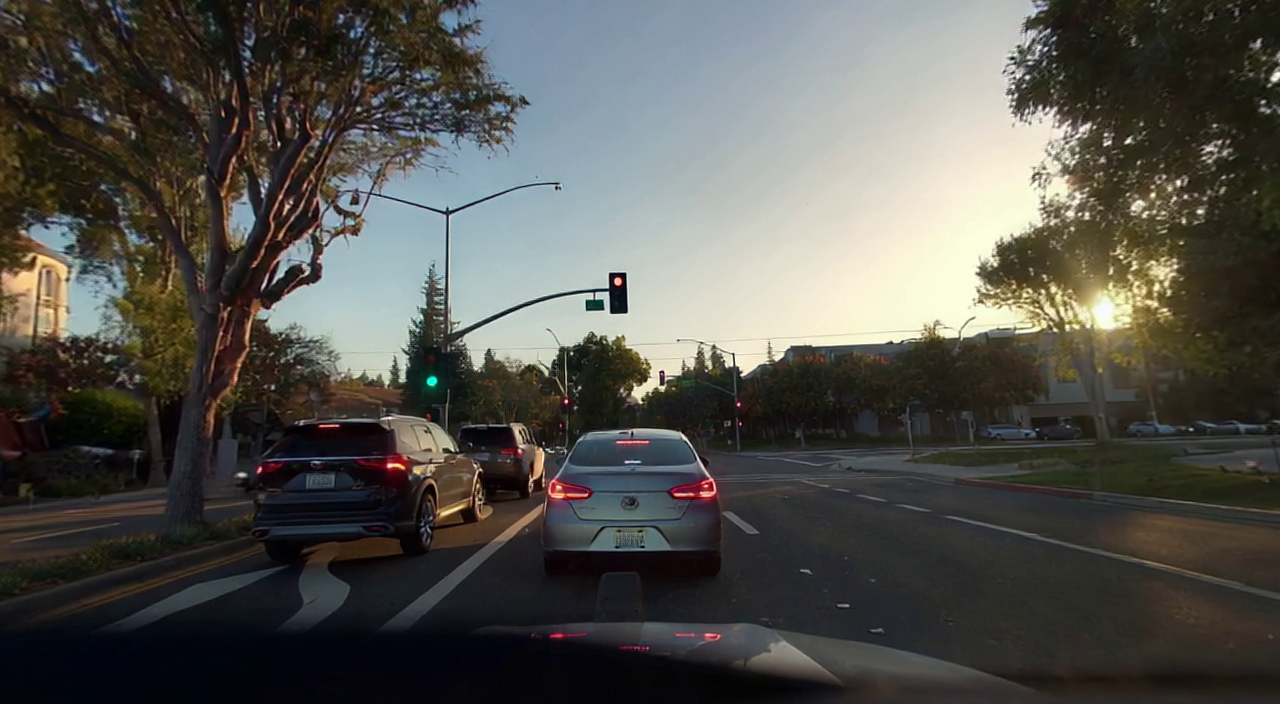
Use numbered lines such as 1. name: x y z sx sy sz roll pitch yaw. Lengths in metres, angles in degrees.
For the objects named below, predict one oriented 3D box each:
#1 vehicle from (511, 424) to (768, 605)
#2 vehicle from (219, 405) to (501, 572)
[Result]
1. vehicle: -0.057 1.642 7.298 2.126 1.475 3.967 0 -8 -2
2. vehicle: -3.428 1.754 8.853 2.046 1.751 4.208 0 -8 -1
